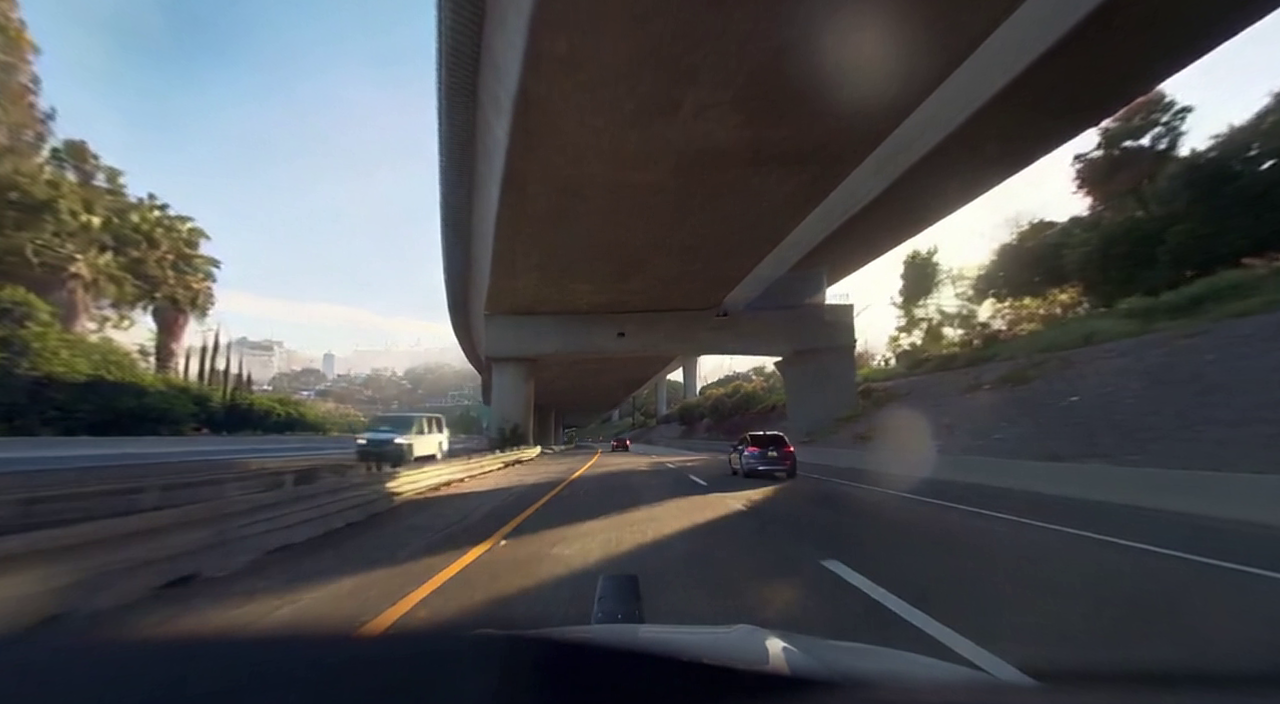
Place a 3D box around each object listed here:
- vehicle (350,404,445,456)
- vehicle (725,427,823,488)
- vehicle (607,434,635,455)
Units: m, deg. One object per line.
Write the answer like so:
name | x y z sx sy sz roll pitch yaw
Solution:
vehicle | -9.442 3.115 24.945 2.004 1.828 4.709 1 -8 -2
vehicle | 3.598 2.882 17.562 1.852 1.513 3.652 1 -8 -2
vehicle | -1.464 6.954 47.364 1.998 1.512 3.735 1 -8 -3
